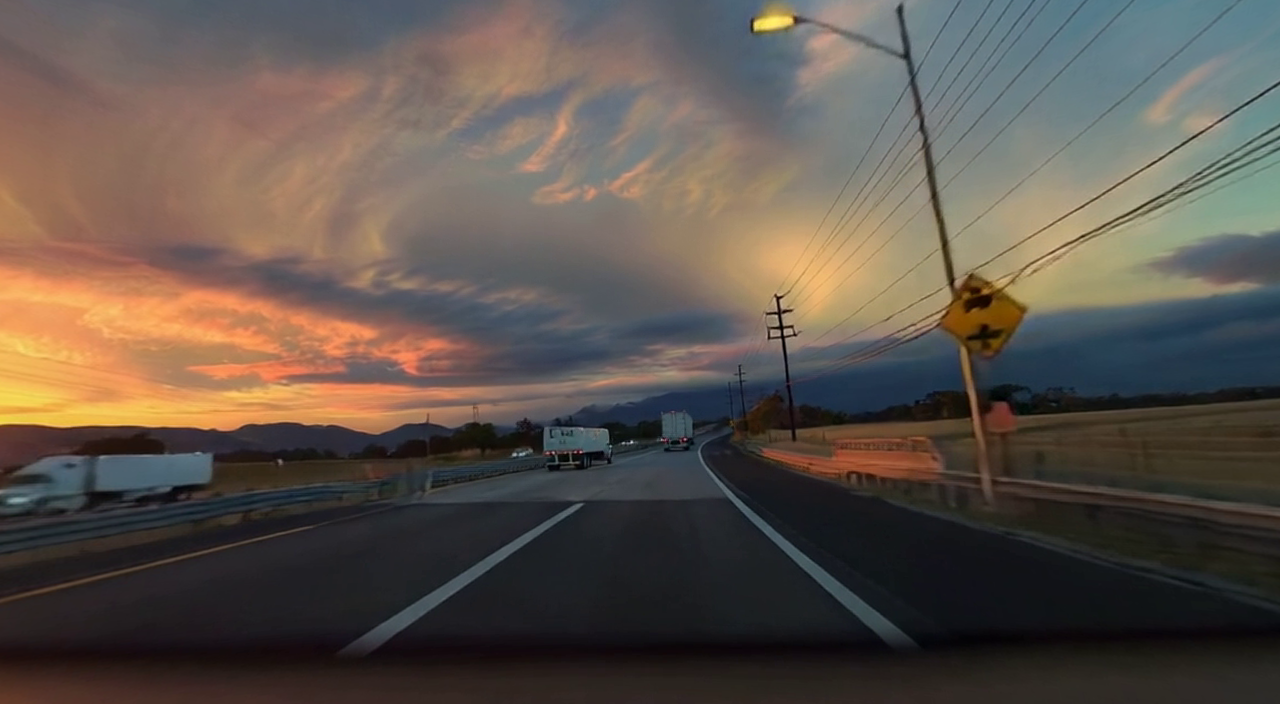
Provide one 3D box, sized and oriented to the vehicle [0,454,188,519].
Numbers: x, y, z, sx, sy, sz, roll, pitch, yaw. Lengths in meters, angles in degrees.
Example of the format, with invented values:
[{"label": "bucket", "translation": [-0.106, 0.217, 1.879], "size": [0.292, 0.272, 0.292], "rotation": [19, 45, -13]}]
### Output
[{"label": "vehicle", "translation": [-35.619, 8.534, 41.325], "size": [2.909, 3.528, 10.201], "rotation": [-1, -9, 10]}]
